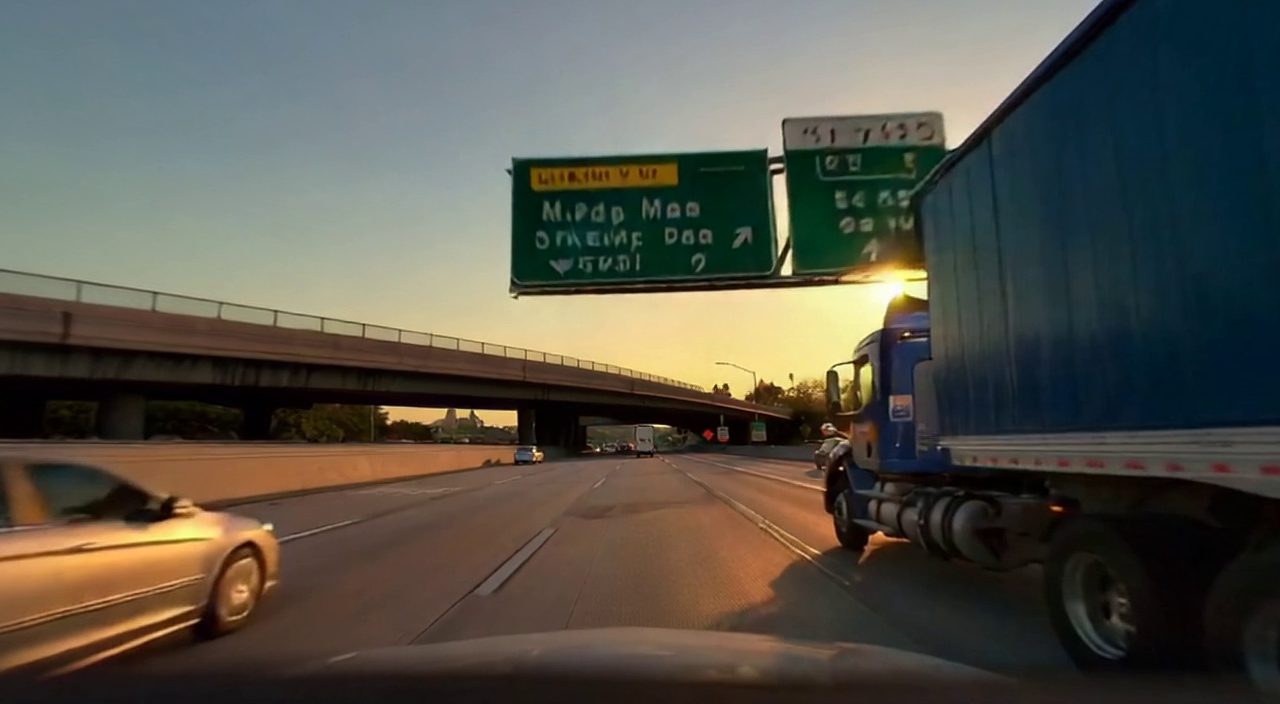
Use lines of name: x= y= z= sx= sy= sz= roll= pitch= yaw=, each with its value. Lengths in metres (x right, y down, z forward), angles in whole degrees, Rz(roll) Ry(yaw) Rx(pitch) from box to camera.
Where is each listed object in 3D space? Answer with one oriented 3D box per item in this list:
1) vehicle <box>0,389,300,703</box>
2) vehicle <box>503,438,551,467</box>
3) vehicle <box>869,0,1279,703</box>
vehicle: x=-3.637 y=0.861 z=2.149 sx=2.143 sy=1.529 sz=4.918 roll=0 pitch=-8 yaw=1
vehicle: x=-6.763 y=6.069 z=38.056 sx=1.980 sy=1.666 sz=4.562 roll=0 pitch=-8 yaw=1
vehicle: x=3.827 y=-0.380 z=0.898 sx=3.049 sy=3.395 sz=10.595 roll=0 pitch=-8 yaw=0
